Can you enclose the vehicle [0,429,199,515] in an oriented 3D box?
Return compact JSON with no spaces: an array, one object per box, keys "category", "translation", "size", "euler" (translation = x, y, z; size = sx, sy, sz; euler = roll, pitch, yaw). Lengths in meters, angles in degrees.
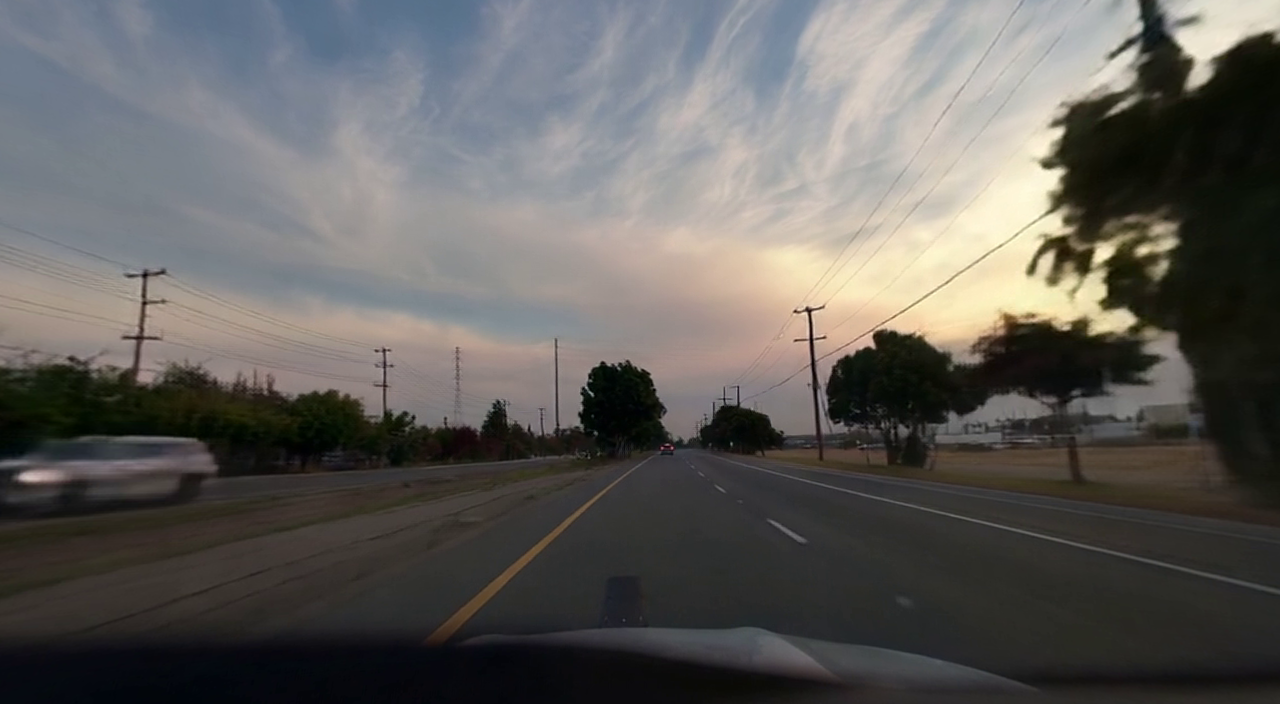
[{"category":"vehicle","translation":[-16.563,3.449,18.692],"size":[2.429,2.067,6.210],"euler":[-1,-9,1]}]
